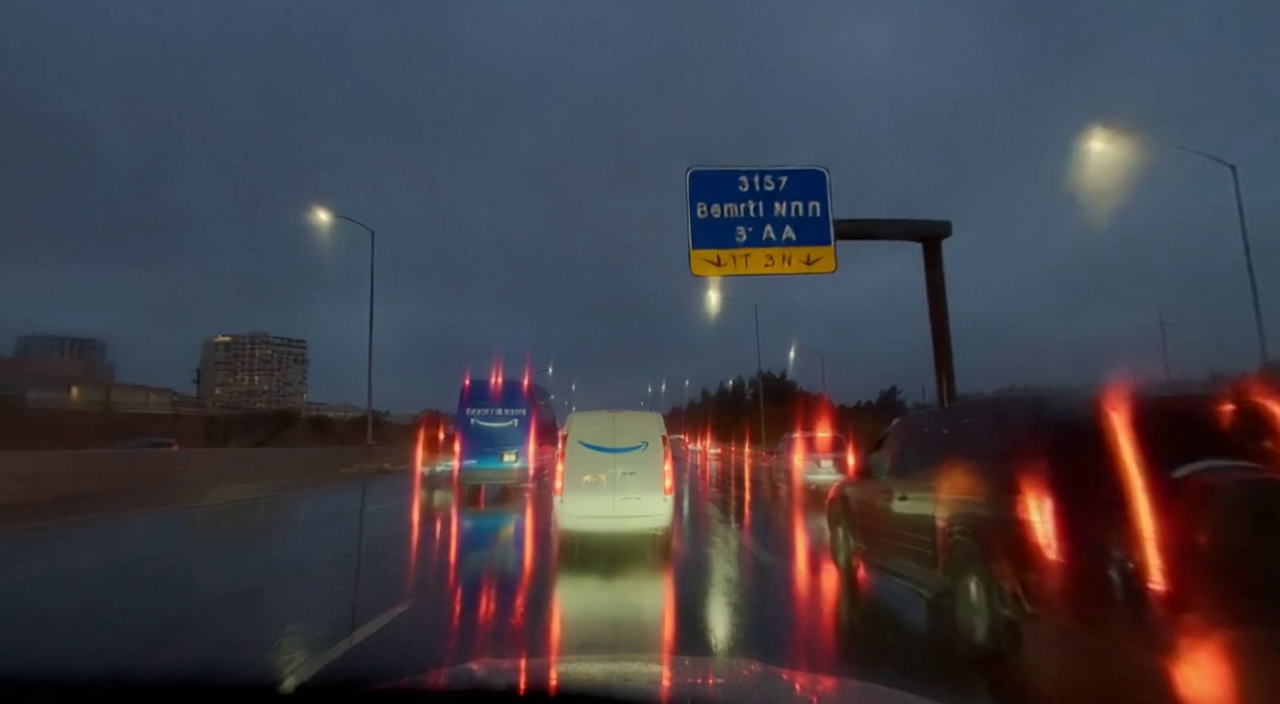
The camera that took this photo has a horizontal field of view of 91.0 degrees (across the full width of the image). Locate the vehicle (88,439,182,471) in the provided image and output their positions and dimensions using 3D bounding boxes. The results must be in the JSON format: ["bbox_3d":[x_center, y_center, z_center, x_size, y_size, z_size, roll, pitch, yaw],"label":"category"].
[{"bbox_3d":[-26.370,5.384,33.027,1.684,1.517,3.805,0,-9,1],"label":"vehicle"}]

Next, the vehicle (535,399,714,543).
[{"bbox_3d":[-0.194,1.861,10.346,2.287,1.823,4.369,0,-8,0],"label":"vehicle"}]

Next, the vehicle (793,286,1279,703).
[{"bbox_3d":[3.033,1.072,4.839,2.341,1.890,5.144,1,-9,-1],"label":"vehicle"}]

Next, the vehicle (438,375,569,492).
[{"bbox_3d":[-3.701,2.483,18.765,2.415,2.821,6.636,1,-9,0],"label":"vehicle"}]

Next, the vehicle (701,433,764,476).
[{"bbox_3d":[3.941,4.458,27.582,2.064,1.720,4.416,0,-8,0],"label":"vehicle"}]
